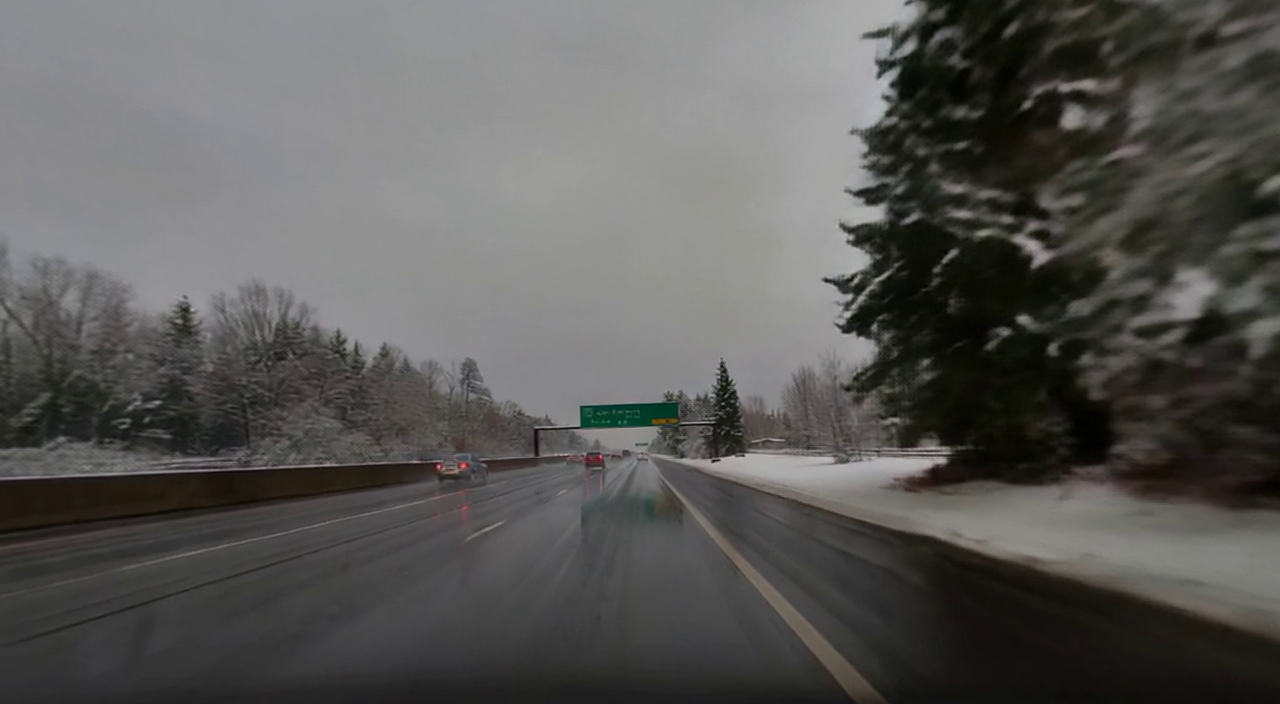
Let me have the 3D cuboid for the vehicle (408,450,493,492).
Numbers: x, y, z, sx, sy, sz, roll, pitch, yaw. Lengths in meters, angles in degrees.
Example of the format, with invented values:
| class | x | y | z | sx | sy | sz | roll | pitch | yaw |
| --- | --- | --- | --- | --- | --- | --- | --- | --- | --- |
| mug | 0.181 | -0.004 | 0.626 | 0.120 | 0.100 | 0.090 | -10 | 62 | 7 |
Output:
| class | x | y | z | sx | sy | sz | roll | pitch | yaw |
| --- | --- | --- | --- | --- | --- | --- | --- | --- | --- |
| vehicle | -7.567 | 4.780 | 25.683 | 2.002 | 1.507 | 4.631 | 0 | -9 | 1 |

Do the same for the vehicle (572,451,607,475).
| class | x | y | z | sx | sy | sz | roll | pitch | yaw |
| --- | --- | --- | --- | --- | --- | --- | --- | --- | --- |
| vehicle | -3.572 | 7.918 | 45.224 | 2.102 | 1.571 | 4.666 | 0 | -9 | 0 |
